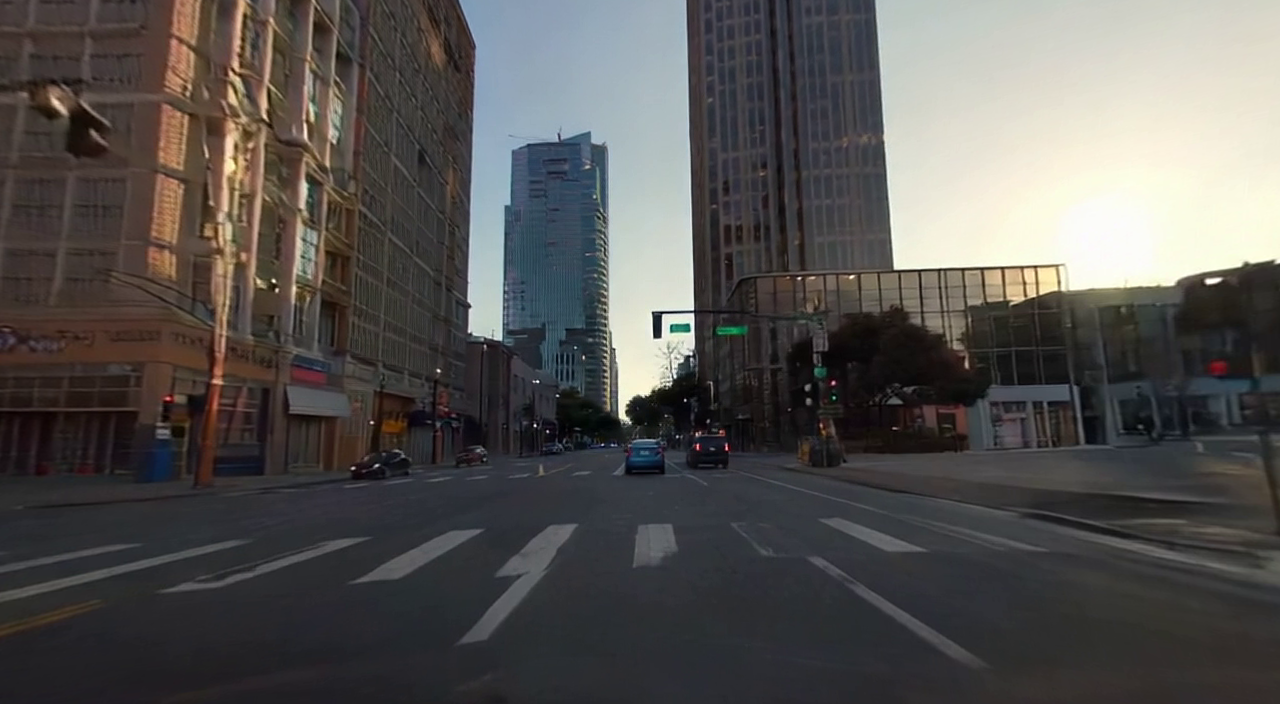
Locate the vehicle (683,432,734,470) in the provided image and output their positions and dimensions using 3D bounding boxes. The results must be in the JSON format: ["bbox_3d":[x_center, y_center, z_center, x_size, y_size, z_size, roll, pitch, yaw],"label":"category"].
[{"bbox_3d":[3.692,5.462,34.828,2.159,1.938,4.836,0,-9,-1],"label":"vehicle"}]

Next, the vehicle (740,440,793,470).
[{"bbox_3d":[7.020,5.789,35.475,1.961,1.510,4.707,0,-9,0],"label":"vehicle"}]

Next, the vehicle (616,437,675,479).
[{"bbox_3d":[0.197,4.382,26.332,2.245,1.587,4.094,0,-9,0],"label":"vehicle"}]

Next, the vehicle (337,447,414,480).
[{"bbox_3d":[-13.740,5.795,33.115,1.984,1.618,4.568,0,-9,1],"label":"vehicle"}]
